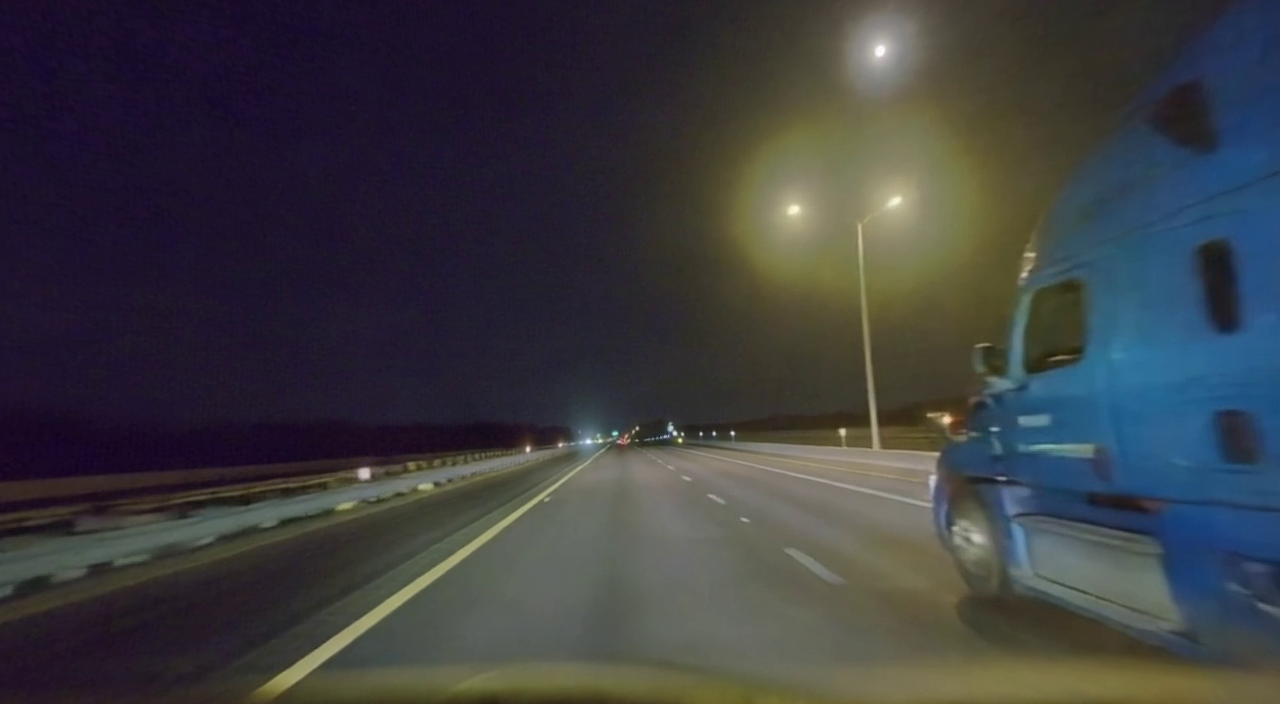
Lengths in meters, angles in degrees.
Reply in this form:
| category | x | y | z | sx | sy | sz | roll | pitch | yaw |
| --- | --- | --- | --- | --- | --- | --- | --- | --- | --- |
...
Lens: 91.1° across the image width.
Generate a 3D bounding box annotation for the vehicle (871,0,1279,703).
| category | x | y | z | sx | sy | sz | roll | pitch | yaw |
| --- | --- | --- | --- | --- | --- | --- | --- | --- | --- |
| vehicle | 4.047 | -0.466 | 1.414 | 2.995 | 3.964 | 10.329 | 0 | -8 | -1 |
